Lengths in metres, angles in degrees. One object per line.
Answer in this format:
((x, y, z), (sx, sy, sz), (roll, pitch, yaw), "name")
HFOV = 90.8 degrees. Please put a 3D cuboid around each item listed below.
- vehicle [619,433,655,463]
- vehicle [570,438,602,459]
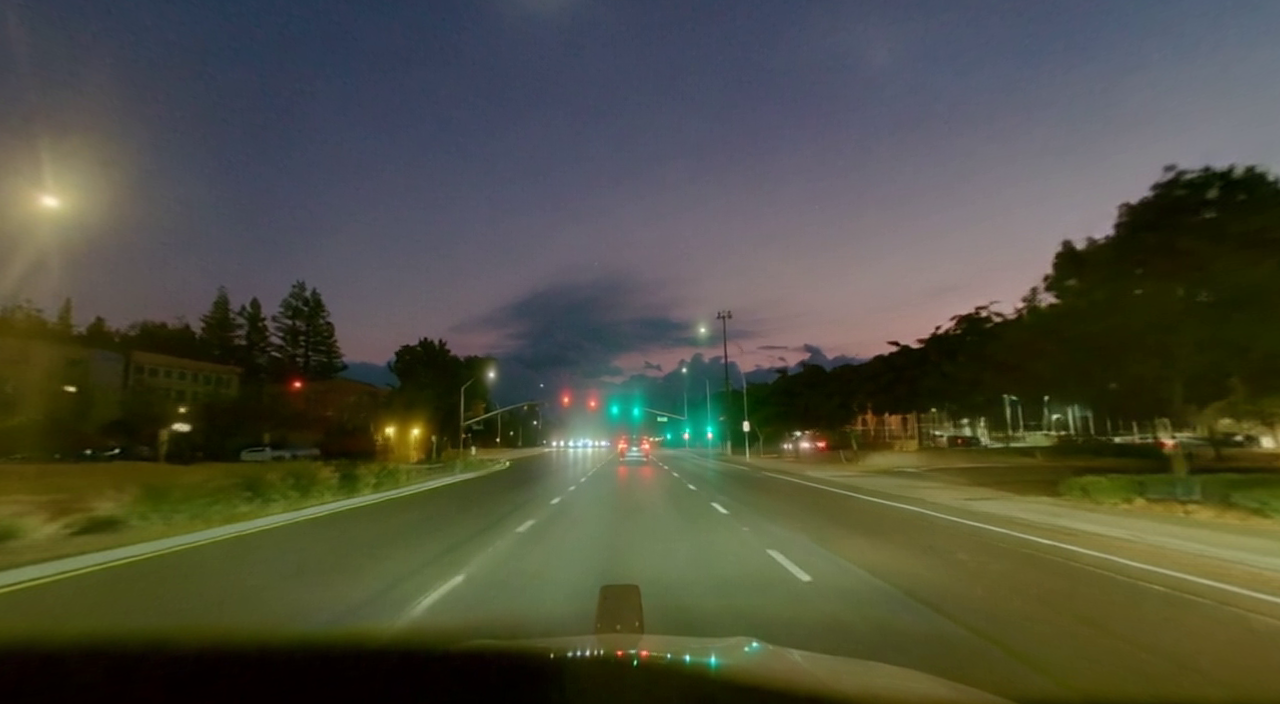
((-0.231, 6.122, 40.336), (2.188, 1.782, 3.982), (0, -8, -1), "vehicle")
((-4.041, 7.327, 48.060), (2.075, 1.474, 4.367), (0, -8, 0), "vehicle")
